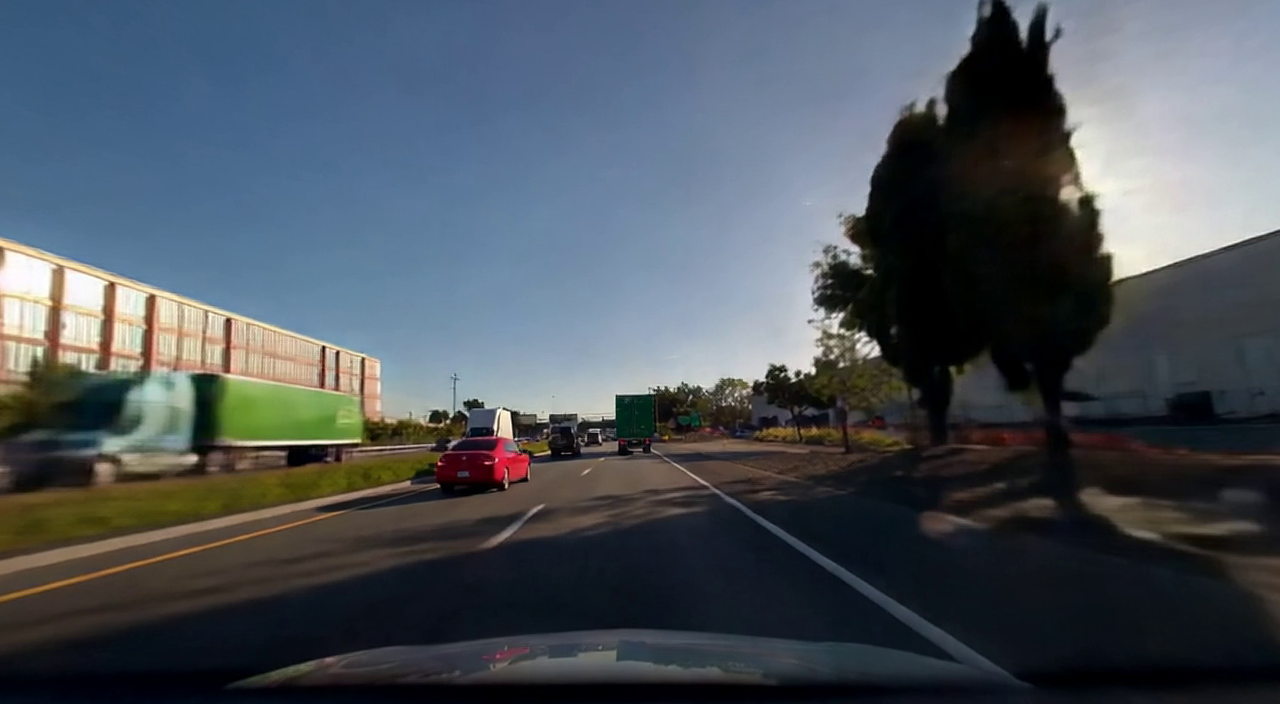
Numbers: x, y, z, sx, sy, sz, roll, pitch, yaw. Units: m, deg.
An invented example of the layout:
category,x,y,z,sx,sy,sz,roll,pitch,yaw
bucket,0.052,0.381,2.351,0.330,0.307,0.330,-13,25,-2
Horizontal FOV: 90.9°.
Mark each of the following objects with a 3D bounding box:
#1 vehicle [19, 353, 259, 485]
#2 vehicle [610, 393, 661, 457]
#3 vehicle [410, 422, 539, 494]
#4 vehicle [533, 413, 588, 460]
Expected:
category,x,y,z,sx,sy,sz,roll,pitch,yaw
vehicle,-16.707,2.377,21.765,3.295,3.920,5.858,0,-8,-1
vehicle,-0.433,5.333,45.252,3.259,4.066,9.891,0,-8,-2
vehicle,-4.153,2.751,16.827,2.005,1.602,5.131,0,-8,1
vehicle,-4.864,5.373,39.924,2.717,2.714,6.997,0,-8,-1
